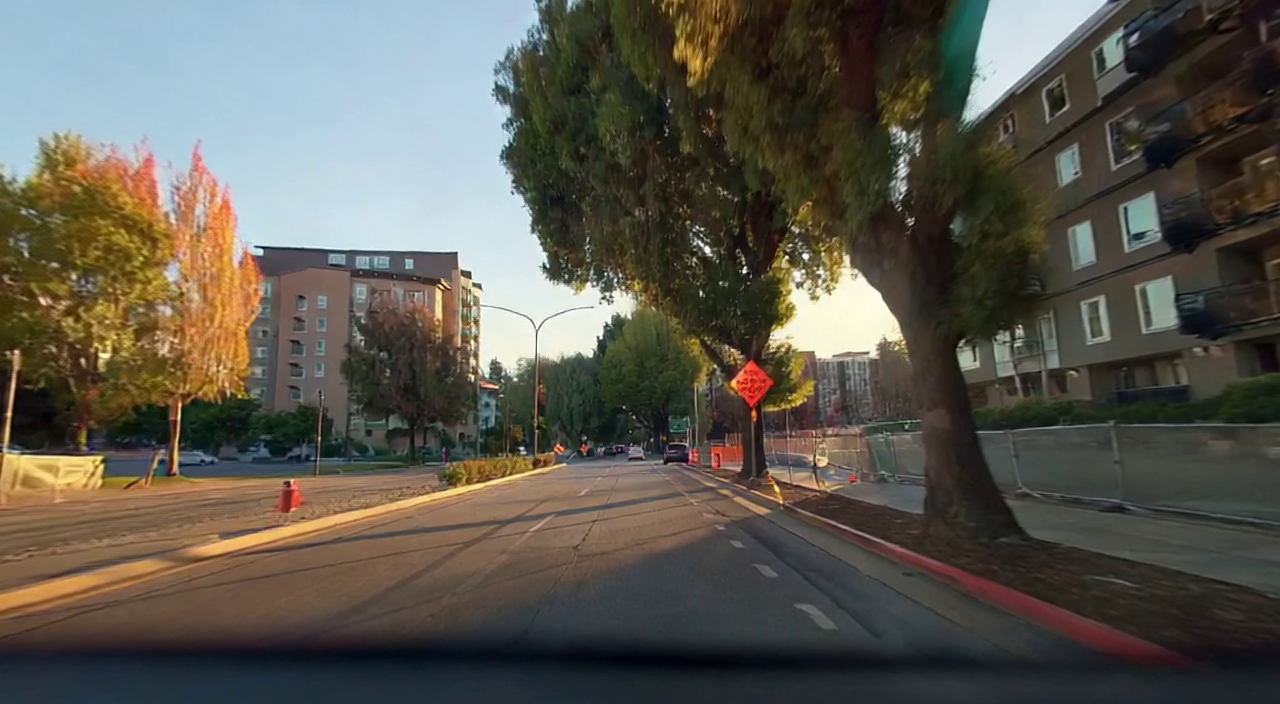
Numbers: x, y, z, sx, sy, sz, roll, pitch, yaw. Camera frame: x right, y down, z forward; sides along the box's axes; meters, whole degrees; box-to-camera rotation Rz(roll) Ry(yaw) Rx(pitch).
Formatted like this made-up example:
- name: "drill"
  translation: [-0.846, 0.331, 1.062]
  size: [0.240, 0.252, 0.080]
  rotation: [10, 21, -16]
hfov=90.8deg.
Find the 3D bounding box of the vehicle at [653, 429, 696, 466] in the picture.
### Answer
- name: "vehicle"
  translation: [2.609, 7.327, 48.614]
  size: [2.849, 2.686, 3.176]
  rotation: [-1, -8, -5]
